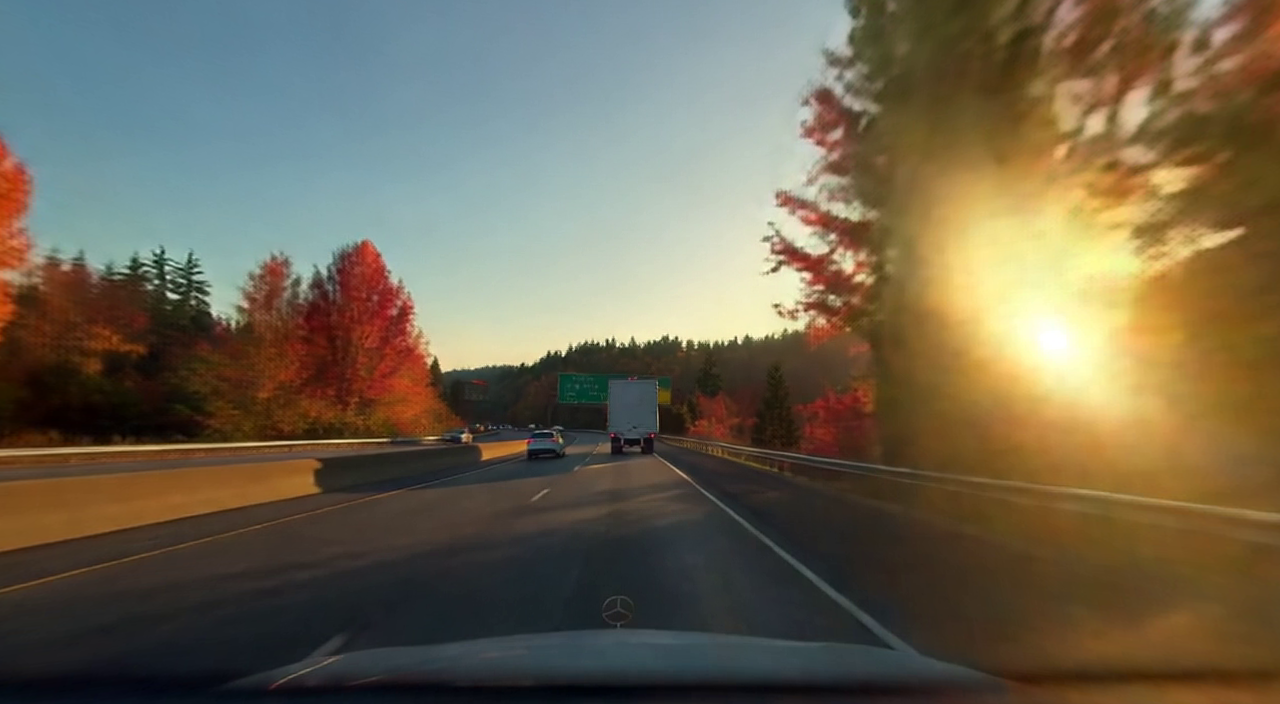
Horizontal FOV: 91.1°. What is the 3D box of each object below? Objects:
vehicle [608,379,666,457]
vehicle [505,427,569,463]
[{"bbox_3d":[-0.341,4.194,38.401,3.013,4.016,11.496,0,-8,-2],"label":"vehicle"},{"bbox_3d":[-4.597,4.230,28.746,2.217,1.495,4.245,0,-8,0],"label":"vehicle"}]
